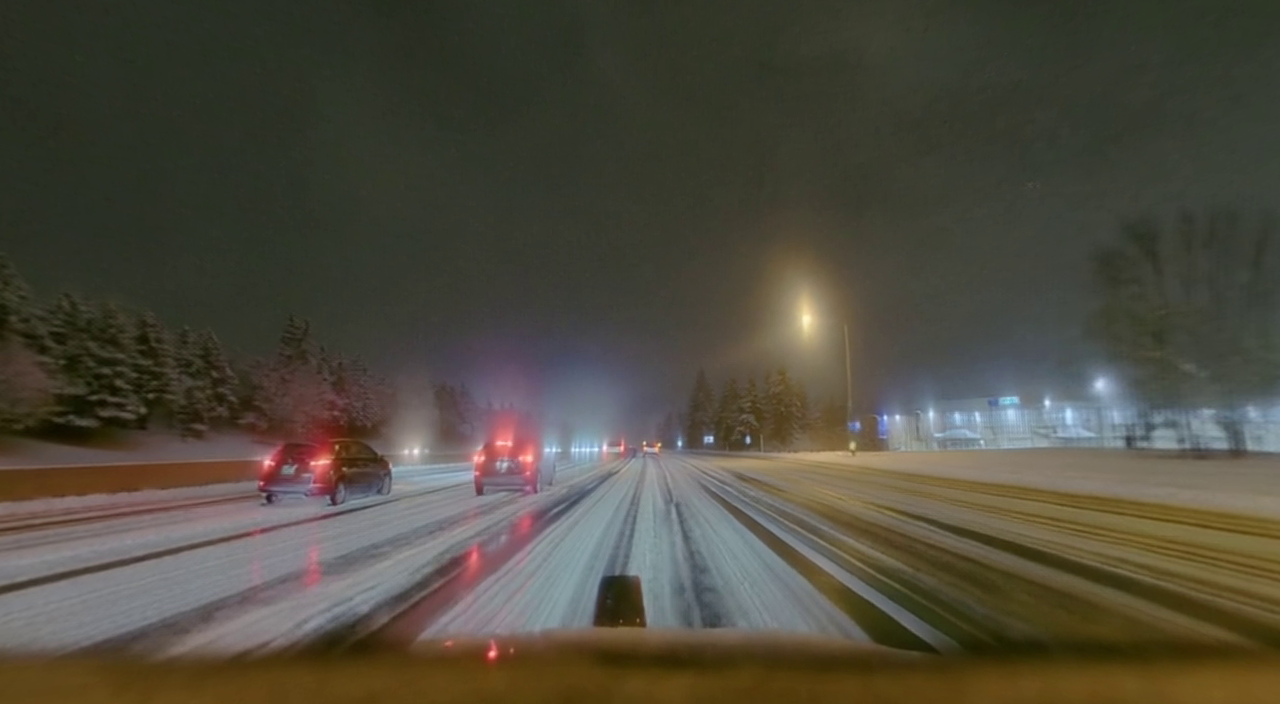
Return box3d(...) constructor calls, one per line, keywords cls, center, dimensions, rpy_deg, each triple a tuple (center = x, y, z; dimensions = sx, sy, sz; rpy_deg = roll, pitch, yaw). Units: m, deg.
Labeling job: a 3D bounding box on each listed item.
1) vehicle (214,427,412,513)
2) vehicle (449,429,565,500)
box3d(cls="vehicle", center=(-7.295, 2.678, 14.752), dimensions=(2.071, 1.661, 4.540), rpy_deg=(-1, -9, 2))
box3d(cls="vehicle", center=(-3.560, 3.115, 17.782), dimensions=(2.158, 1.717, 4.375), rpy_deg=(-1, -9, 2))
